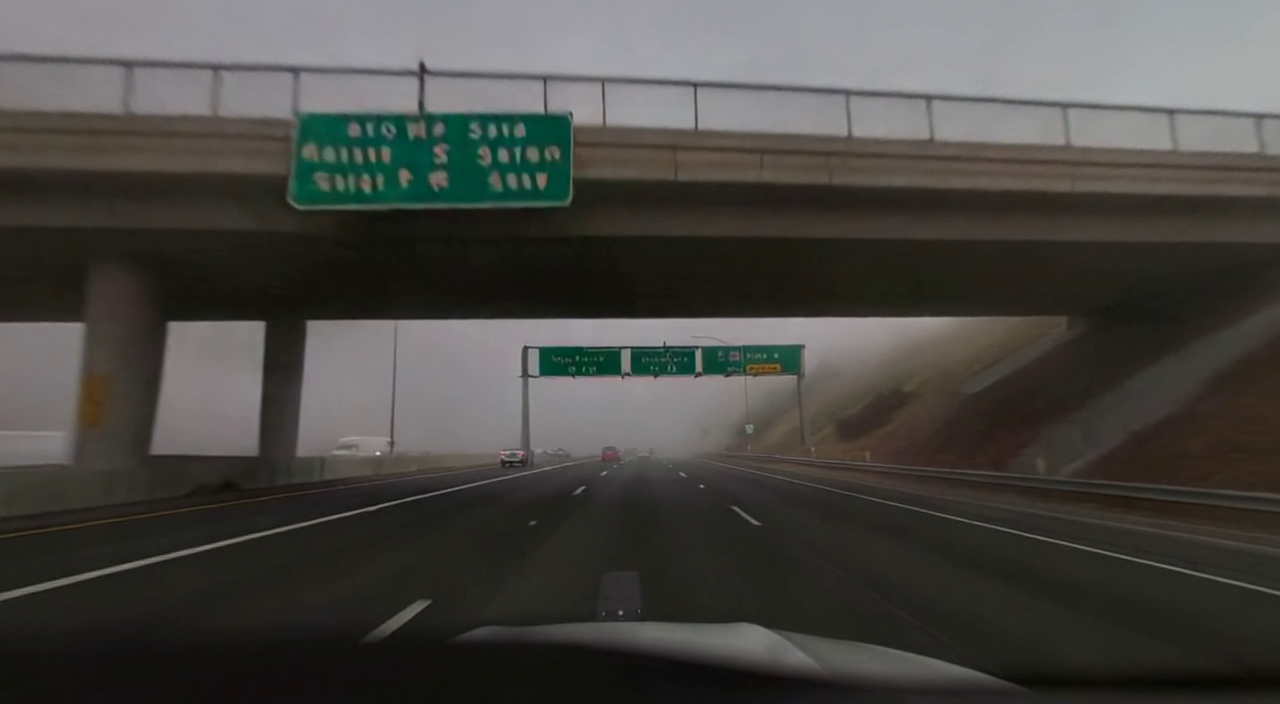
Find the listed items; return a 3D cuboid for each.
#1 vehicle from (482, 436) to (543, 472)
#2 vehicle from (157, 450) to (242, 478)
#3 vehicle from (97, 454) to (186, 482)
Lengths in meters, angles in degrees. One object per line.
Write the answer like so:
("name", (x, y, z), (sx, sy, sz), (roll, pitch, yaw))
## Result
("vehicle", (-7.418, 5.990, 37.233), (2.341, 1.959, 5.684), (0, -9, 1))
("vehicle", (-27.374, 6.949, 39.324), (1.929, 1.631, 4.603), (0, -9, 1))
("vehicle", (-30.934, 7.184, 39.248), (1.903, 1.531, 4.456), (0, -9, 0))
